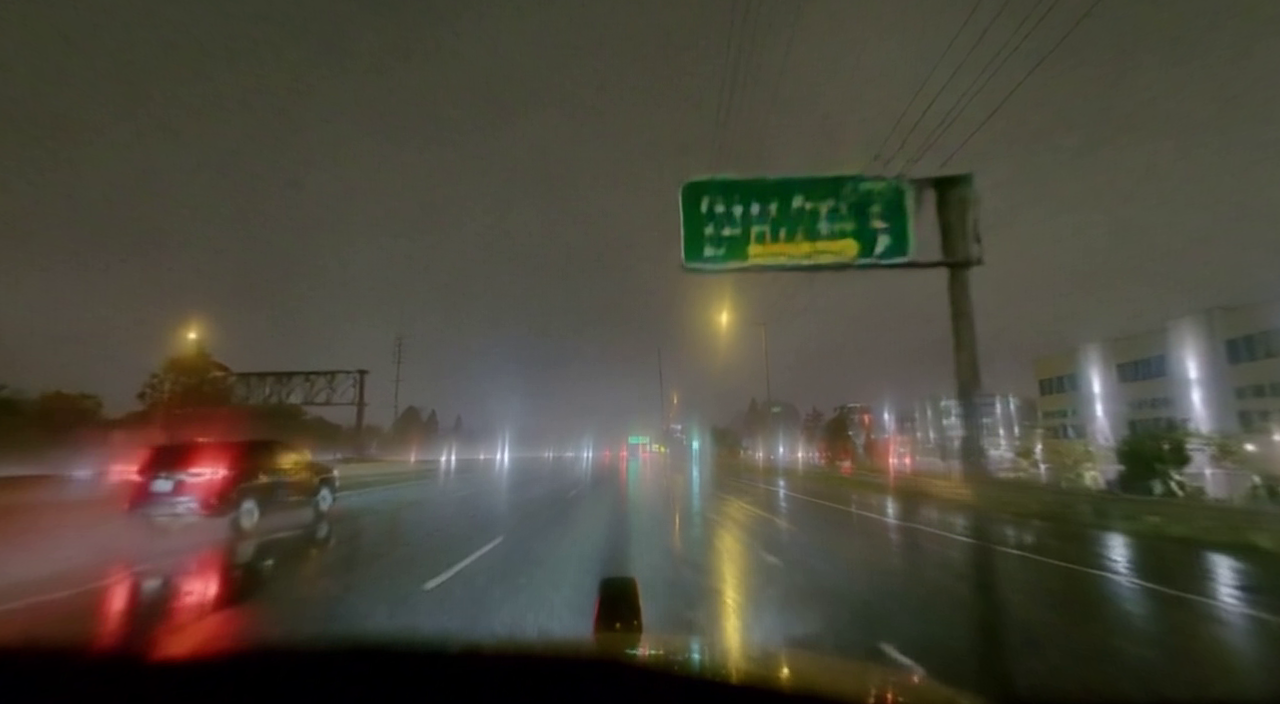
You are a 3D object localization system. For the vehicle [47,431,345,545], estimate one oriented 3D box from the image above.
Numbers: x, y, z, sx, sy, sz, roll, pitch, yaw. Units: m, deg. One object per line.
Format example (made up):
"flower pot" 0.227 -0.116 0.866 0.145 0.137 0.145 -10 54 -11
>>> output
"vehicle" -7.579 2.337 11.557 2.140 1.626 4.457 1 -9 1
